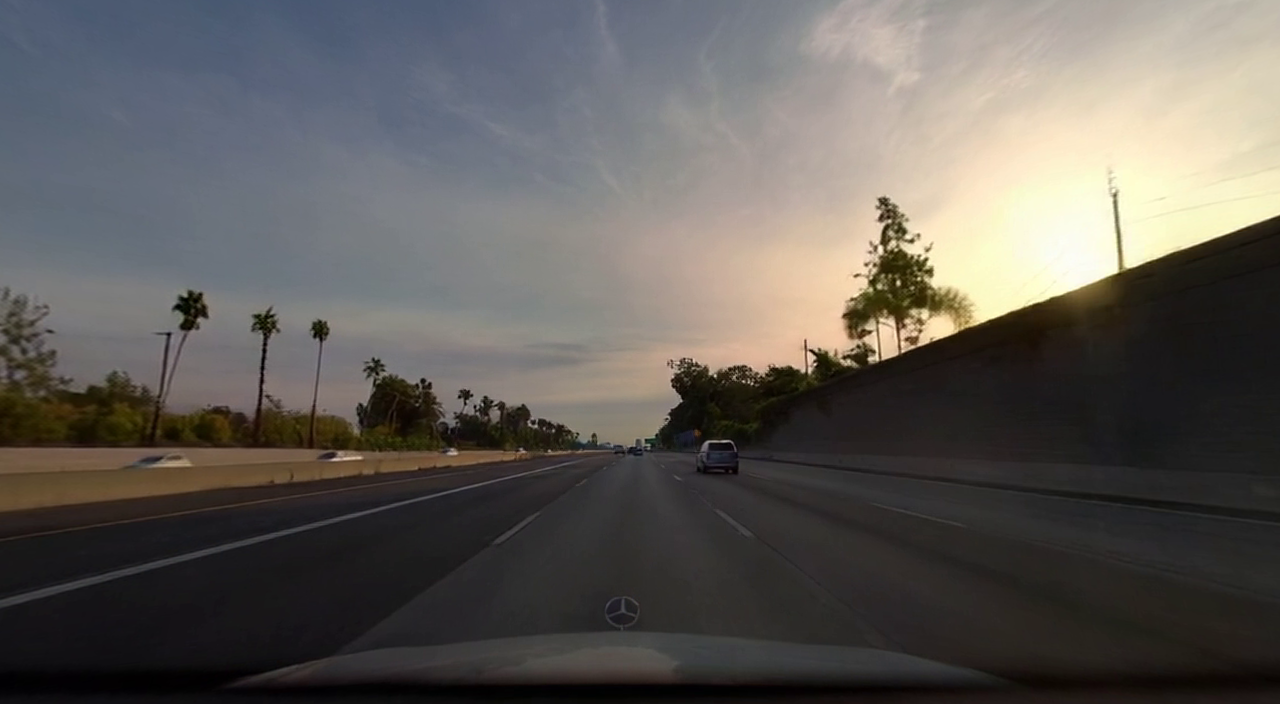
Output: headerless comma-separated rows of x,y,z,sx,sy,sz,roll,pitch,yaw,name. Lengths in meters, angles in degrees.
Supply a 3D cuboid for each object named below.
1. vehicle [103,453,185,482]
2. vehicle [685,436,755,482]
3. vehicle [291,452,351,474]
-34.403,7.974,44.005,1.954,1.838,4.641,0,-9,0,vehicle
3.091,4.279,25.459,2.130,1.677,4.317,0,-9,-2,vehicle
-23.381,8.143,46.478,1.899,1.498,4.767,0,-9,1,vehicle
